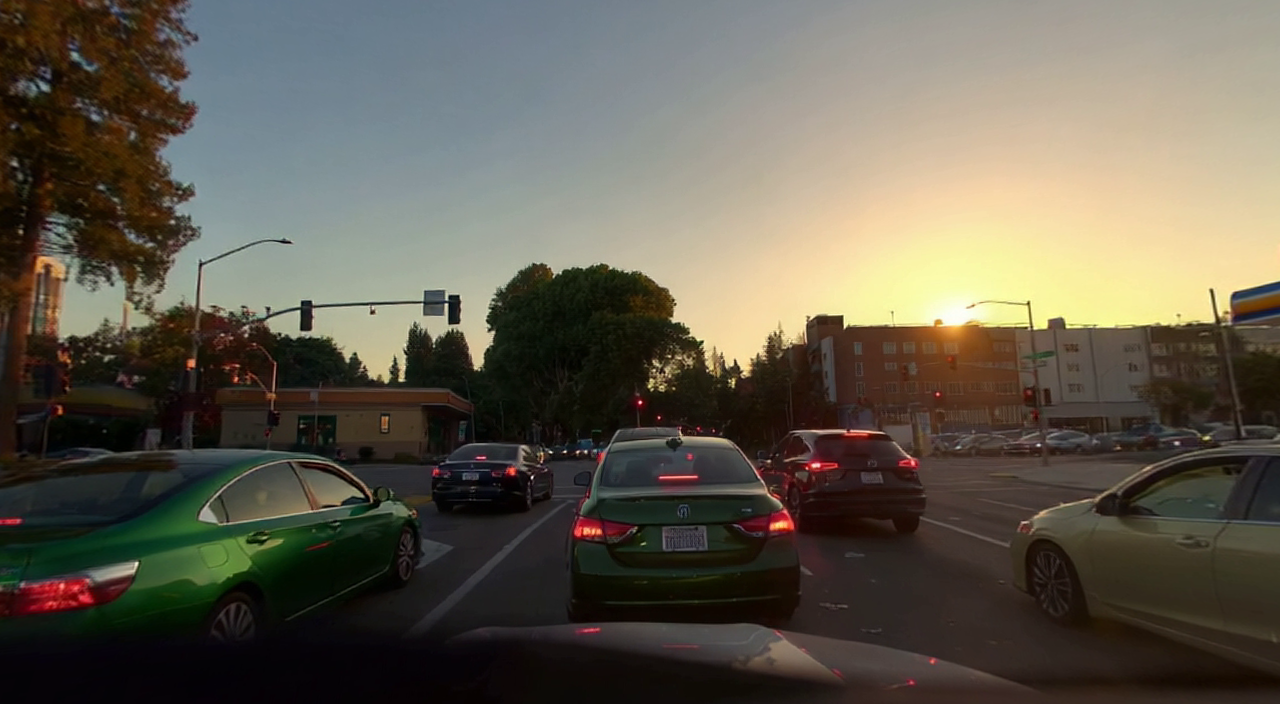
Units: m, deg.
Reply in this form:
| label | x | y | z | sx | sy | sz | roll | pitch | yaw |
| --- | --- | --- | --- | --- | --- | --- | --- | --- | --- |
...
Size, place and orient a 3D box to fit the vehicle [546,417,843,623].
| label | x | y | z | sx | sy | sz | roll | pitch | yaw |
| --- | --- | --- | --- | --- | --- | --- | --- | --- | --- |
| vehicle | 0.350 | 1.582 | 6.941 | 2.220 | 1.507 | 4.317 | 0 | -9 | -2 |

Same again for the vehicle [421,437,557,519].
| label | x | y | z | sx | sy | sz | roll | pitch | yaw |
| --- | --- | --- | --- | --- | --- | --- | --- | --- | --- |
| vehicle | -3.039 | 2.638 | 13.691 | 1.867 | 1.474 | 4.237 | 0 | -9 | 1 |

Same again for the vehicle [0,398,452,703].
| label | x | y | z | sx | sy | sz | roll | pitch | yaw |
| --- | --- | --- | --- | --- | --- | --- | --- | --- | --- |
| vehicle | -3.000 | 1.253 | 4.613 | 1.887 | 1.493 | 4.255 | 0 | -9 | 1 |

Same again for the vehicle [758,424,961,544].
| label | x | y | z | sx | sy | sz | roll | pitch | yaw |
| --- | --- | --- | --- | --- | --- | --- | --- | --- | --- |
| vehicle | 3.406 | 2.127 | 10.764 | 1.947 | 1.630 | 4.127 | 0 | -9 | 0 |

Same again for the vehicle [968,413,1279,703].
| label | x | y | z | sx | sy | sz | roll | pitch | yaw |
| --- | --- | --- | --- | --- | --- | --- | --- | --- | --- |
| vehicle | 4.186 | 1.125 | 3.587 | 1.950 | 1.497 | 4.686 | 0 | -9 | -2 |
